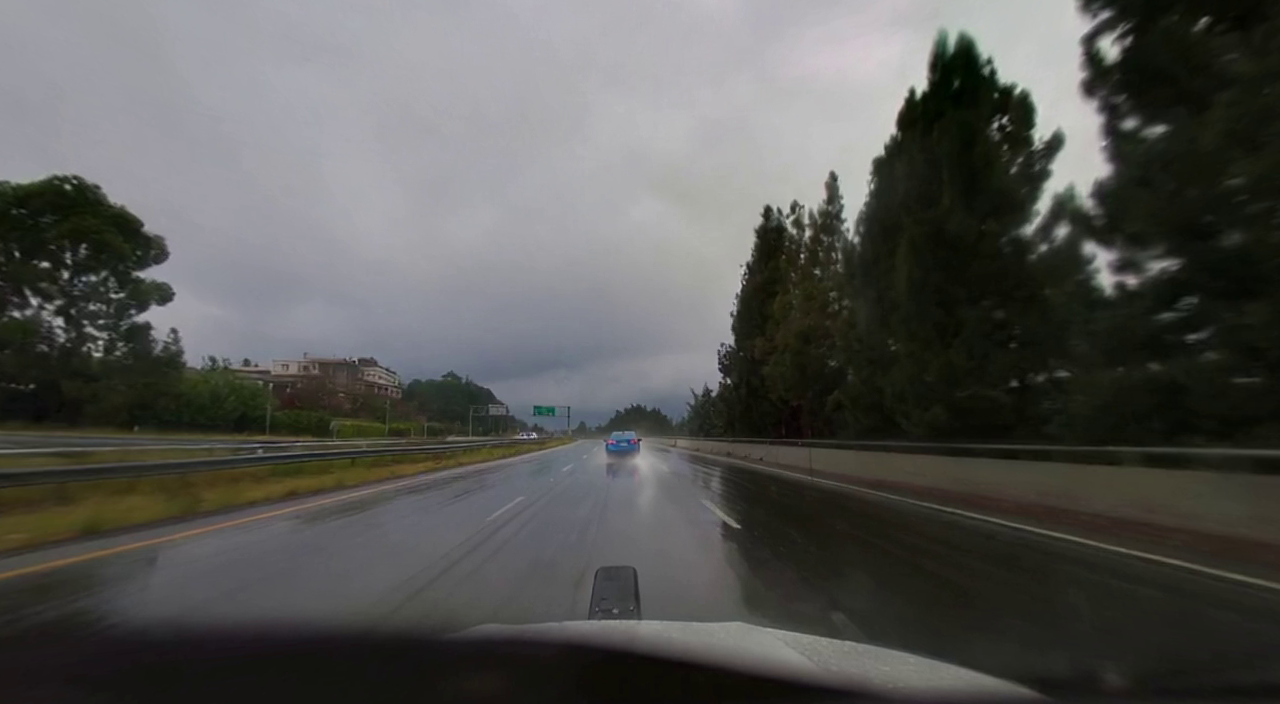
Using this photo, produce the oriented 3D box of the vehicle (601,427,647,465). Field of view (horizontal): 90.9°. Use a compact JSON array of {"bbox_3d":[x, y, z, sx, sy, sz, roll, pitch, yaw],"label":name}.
[{"bbox_3d":[-0.804,4.416,29.710,2.020,1.633,3.942,0,-8,-3],"label":"vehicle"}]
